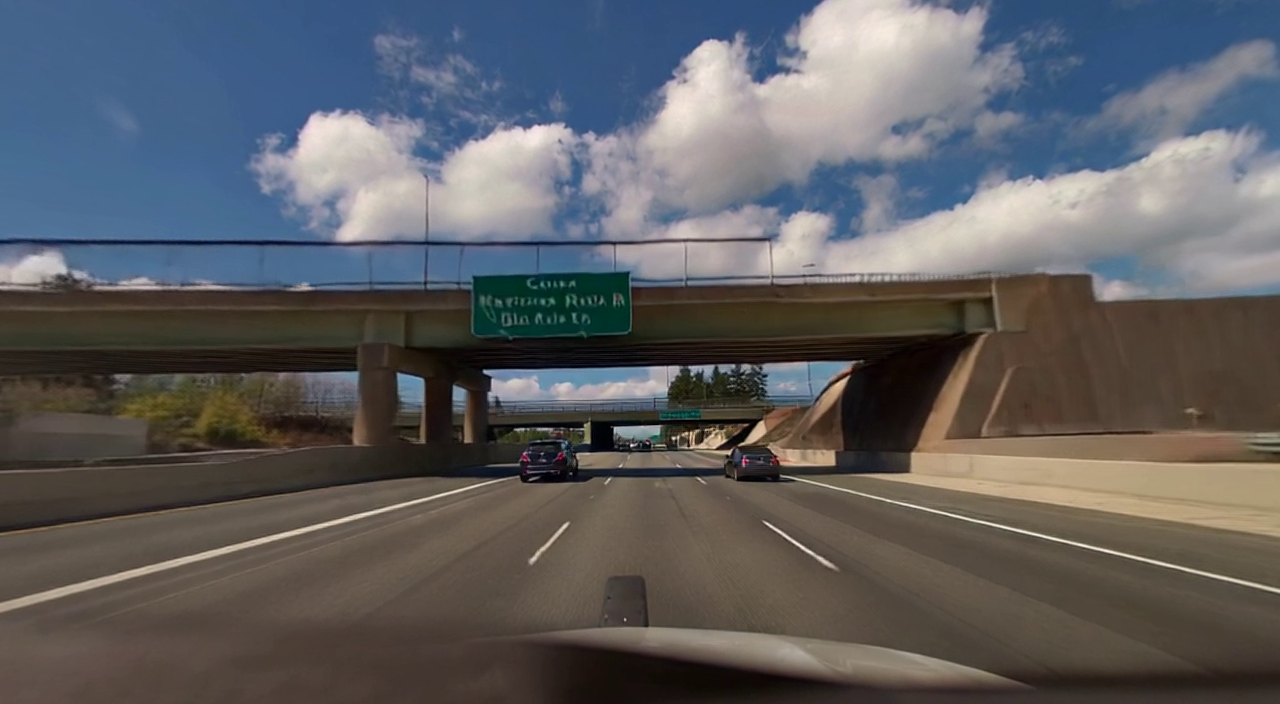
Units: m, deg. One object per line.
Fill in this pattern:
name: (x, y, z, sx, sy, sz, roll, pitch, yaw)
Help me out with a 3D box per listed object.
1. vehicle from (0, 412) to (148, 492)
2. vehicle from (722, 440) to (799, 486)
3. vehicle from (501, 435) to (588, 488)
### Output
vehicle: (-28.938, 4.769, 30.301, 2.858, 3.421, 9.440, 0, -8, 0)
vehicle: (4.230, 3.947, 22.826, 1.908, 1.483, 4.259, 0, -8, -1)
vehicle: (-3.319, 3.937, 23.059, 2.259, 1.706, 4.924, 0, -8, 2)
